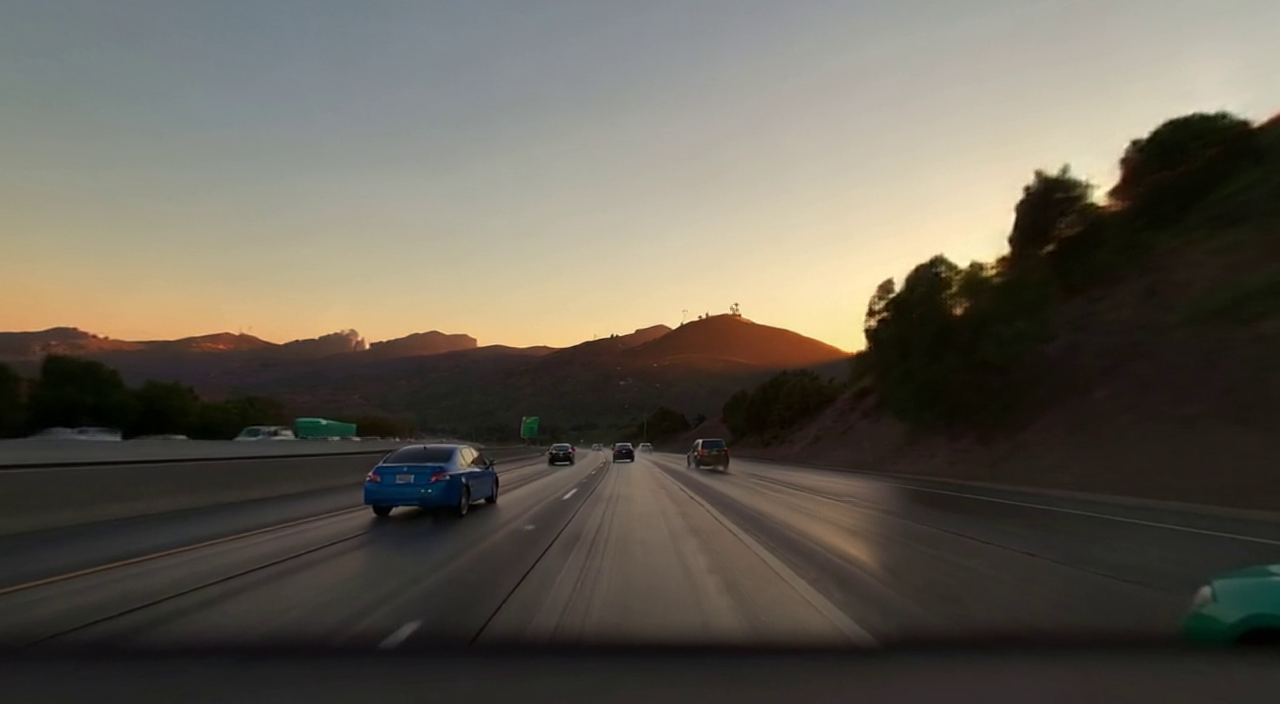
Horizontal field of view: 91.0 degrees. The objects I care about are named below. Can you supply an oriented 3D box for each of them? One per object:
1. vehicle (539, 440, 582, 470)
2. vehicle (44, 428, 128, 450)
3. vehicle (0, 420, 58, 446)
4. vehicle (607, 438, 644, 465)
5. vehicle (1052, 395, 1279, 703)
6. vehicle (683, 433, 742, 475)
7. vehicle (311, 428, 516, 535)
[{"bbox_3d":[-4.132,5.398,33.237,1.796,1.464,3.839,0,-9,0],"label":"vehicle"},{"bbox_3d":[-39.419,6.231,44.948,1.790,1.511,4.734,1,-8,-2],"label":"vehicle"},{"bbox_3d":[-43.664,5.609,43.541,1.931,1.703,5.272,1,-8,-2],"label":"vehicle"},{"bbox_3d":[-0.880,6.250,39.520,2.147,1.572,4.094,0,-9,0],"label":"vehicle"},{"bbox_3d":[3.445,0.759,1.224,2.136,1.511,4.706,0,-9,1],"label":"vehicle"},{"bbox_3d":[3.398,4.897,30.458,2.222,1.820,4.733,0,-9,0],"label":"vehicle"},{"bbox_3d":[-3.679,2.175,11.196,1.993,1.500,4.248,0,-9,1],"label":"vehicle"}]
